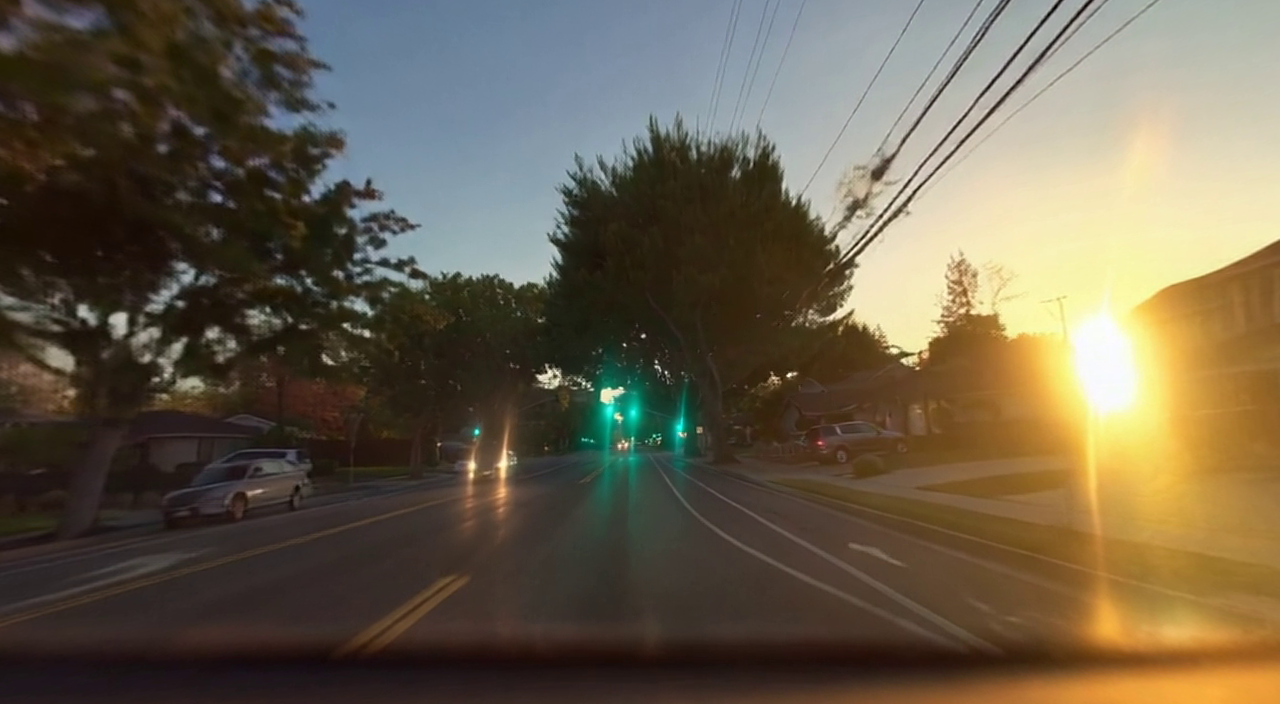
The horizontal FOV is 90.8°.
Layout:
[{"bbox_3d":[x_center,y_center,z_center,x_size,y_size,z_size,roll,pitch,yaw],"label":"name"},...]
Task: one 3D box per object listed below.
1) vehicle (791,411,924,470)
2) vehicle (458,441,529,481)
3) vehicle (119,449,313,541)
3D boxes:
[{"bbox_3d":[9.466,3.776,27.386,5.565,2.036,1.907,-1,-7,-27],"label":"vehicle"},{"bbox_3d":[-6.979,5.210,30.604,2.142,1.611,4.890,-4,-9,1],"label":"vehicle"},{"bbox_3d":[-11.472,3.805,17.649,2.024,1.795,5.054,-10,-8,-3],"label":"vehicle"}]
